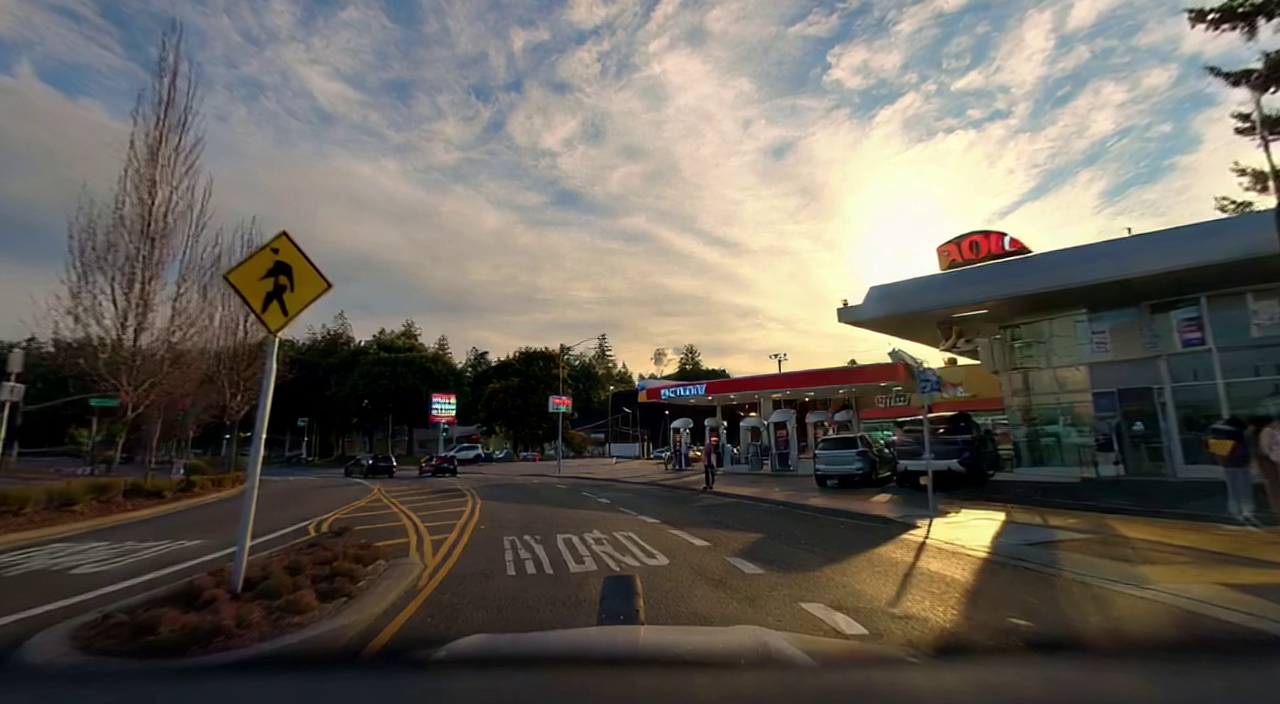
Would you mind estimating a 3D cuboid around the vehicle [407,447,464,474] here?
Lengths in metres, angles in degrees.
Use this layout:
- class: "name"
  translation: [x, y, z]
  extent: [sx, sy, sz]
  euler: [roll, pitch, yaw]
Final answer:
- class: "vehicle"
  translation: [-15.077, 7.917, 46.163]
  extent: [2.202, 1.822, 4.826]
  euler: [7, -11, -40]

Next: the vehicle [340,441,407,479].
- class: "vehicle"
  translation: [-15.412, 6.137, 36.215]
  extent: [2.254, 2.006, 4.766]
  euler: [7, -11, -37]
